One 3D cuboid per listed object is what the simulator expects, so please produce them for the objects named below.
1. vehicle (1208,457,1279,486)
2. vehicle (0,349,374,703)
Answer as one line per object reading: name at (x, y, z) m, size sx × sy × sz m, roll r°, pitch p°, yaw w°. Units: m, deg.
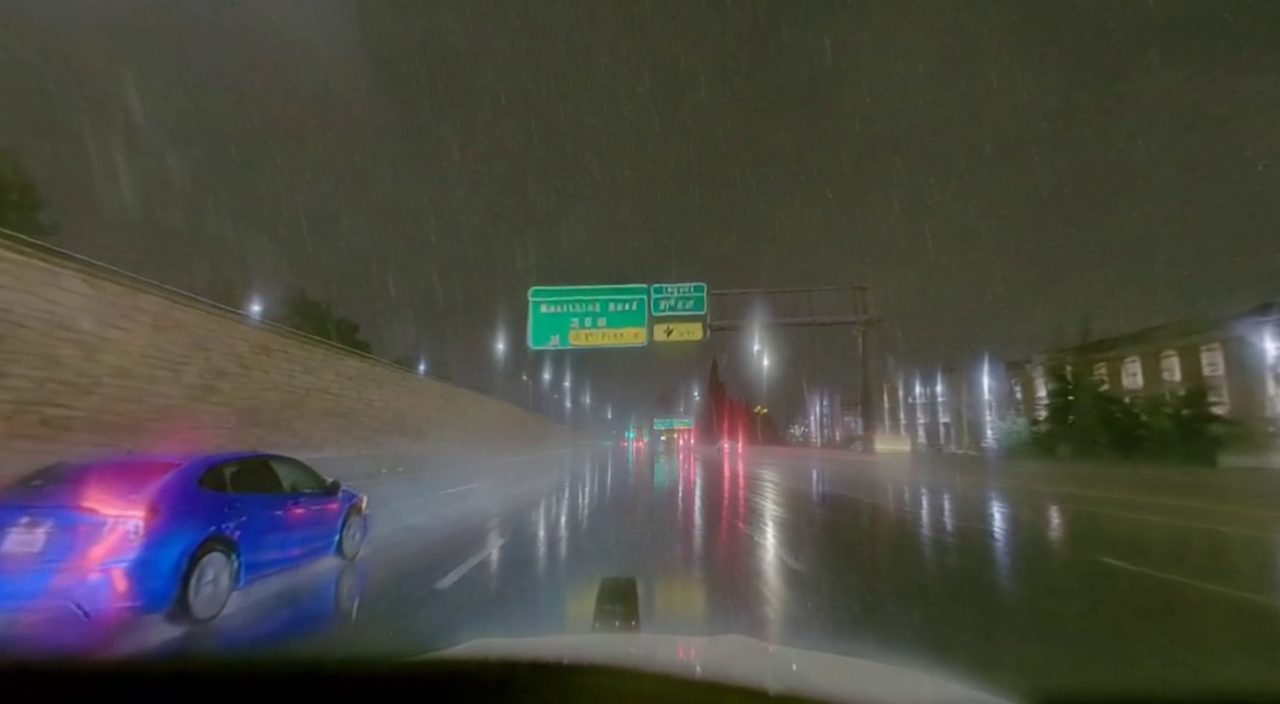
vehicle at (34.912, 6.623, 35.136) m, size 4.802 × 1.499 × 1.848 m, roll 0°, pitch -8°, yaw 0°
vehicle at (-3.840, 1.066, 4.451) m, size 2.070 × 1.641 × 4.315 m, roll 0°, pitch -8°, yaw -1°
